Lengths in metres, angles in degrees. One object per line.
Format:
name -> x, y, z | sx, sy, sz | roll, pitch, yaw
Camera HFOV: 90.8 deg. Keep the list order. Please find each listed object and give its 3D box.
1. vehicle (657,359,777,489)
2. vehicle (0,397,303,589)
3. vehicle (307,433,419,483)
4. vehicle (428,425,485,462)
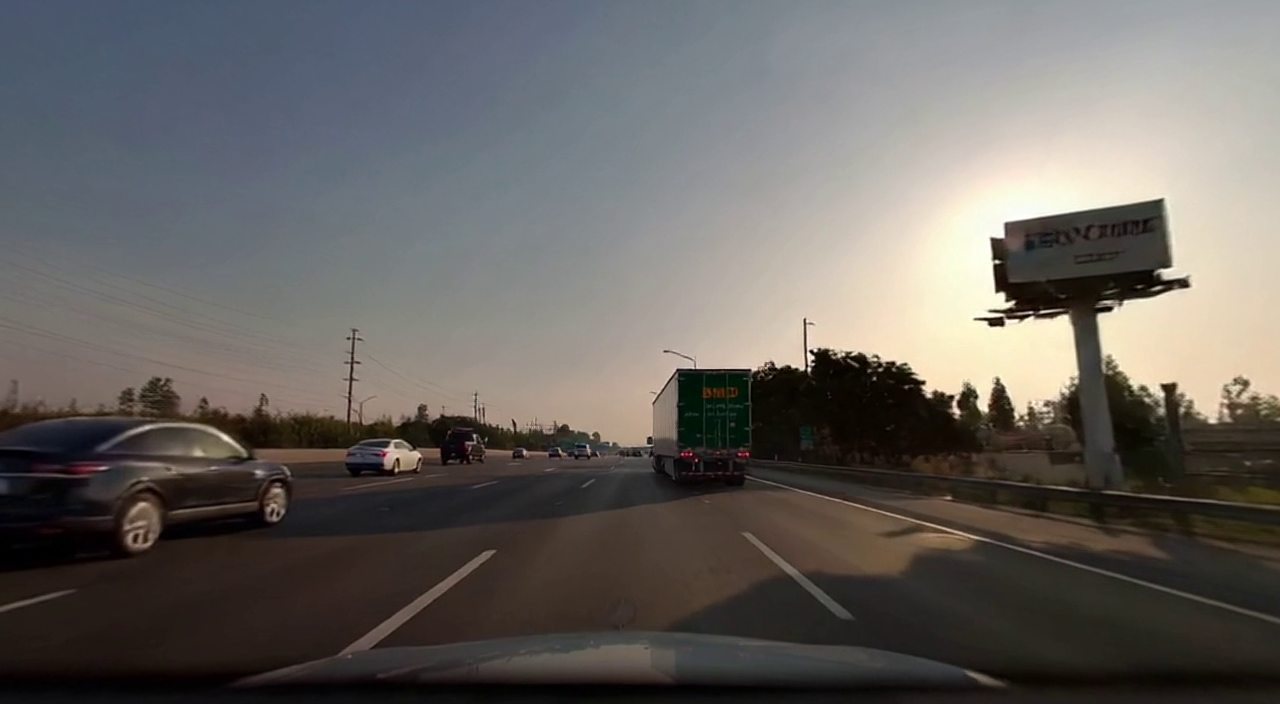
vehicle -> 2.529, 3.279, 26.786 | 2.891, 3.944, 15.051 | 0, -8, -1
vehicle -> -6.765, 1.602, 7.926 | 2.067, 1.711, 5.282 | 0, -8, 1
vehicle -> -10.399, 4.021, 24.174 | 2.045, 1.697, 4.844 | 0, -8, 1
vehicle -> -13.658, 6.933, 47.571 | 2.307, 2.571, 6.260 | 0, -8, 1
